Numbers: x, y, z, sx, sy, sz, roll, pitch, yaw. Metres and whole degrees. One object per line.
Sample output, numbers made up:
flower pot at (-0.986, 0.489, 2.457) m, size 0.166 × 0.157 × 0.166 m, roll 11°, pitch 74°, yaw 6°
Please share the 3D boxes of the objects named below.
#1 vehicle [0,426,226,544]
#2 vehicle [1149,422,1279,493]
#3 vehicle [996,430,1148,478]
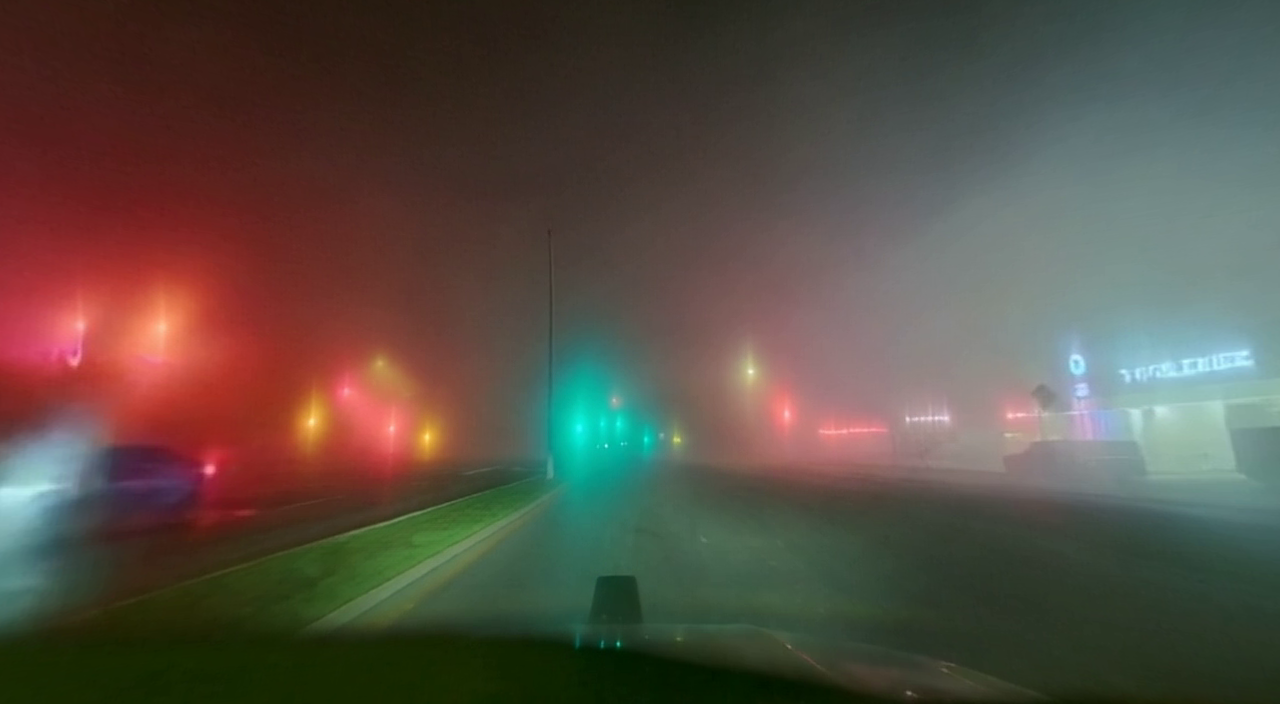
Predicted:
vehicle at (-9.056, 1.948, 9.720) m, size 2.094 × 1.485 × 4.446 m, roll -1°, pitch -9°, yaw 5°
vehicle at (17.182, 2.827, 17.120) m, size 4.889 × 1.736 × 2.339 m, roll 1°, pitch -8°, yaw -6°
vehicle at (17.201, 4.064, 25.306) m, size 4.660 × 1.814 × 2.099 m, roll 1°, pitch -9°, yaw -8°
